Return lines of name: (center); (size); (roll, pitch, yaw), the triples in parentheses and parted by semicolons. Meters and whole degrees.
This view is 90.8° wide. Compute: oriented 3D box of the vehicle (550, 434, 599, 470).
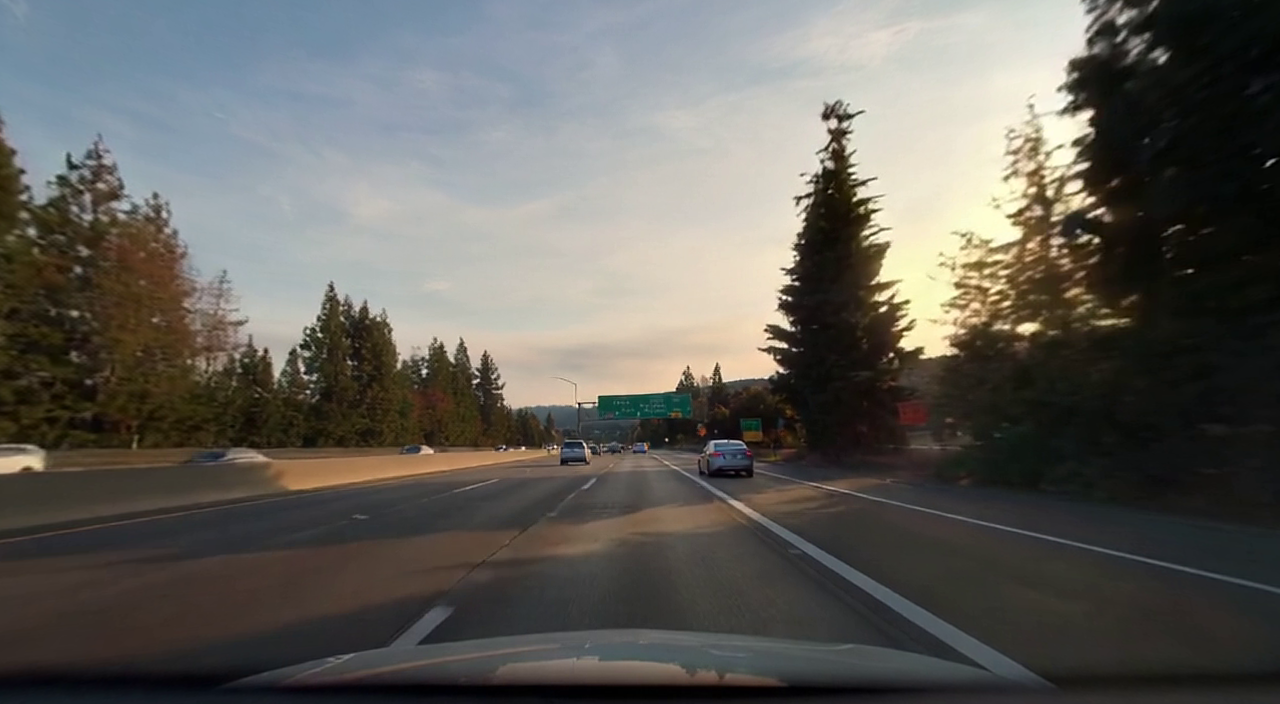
vehicle: (-3.441, 5.402, 34.208); (2.173, 1.793, 4.564); (0, -9, 0)

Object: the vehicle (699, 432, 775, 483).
vehicle: (3.443, 3.863, 23.339); (2.053, 1.714, 4.097); (0, -9, -1)

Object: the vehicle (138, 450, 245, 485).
vehicle: (-20.717, 5.327, 29.457); (1.792, 1.445, 4.345); (0, -9, 0)
